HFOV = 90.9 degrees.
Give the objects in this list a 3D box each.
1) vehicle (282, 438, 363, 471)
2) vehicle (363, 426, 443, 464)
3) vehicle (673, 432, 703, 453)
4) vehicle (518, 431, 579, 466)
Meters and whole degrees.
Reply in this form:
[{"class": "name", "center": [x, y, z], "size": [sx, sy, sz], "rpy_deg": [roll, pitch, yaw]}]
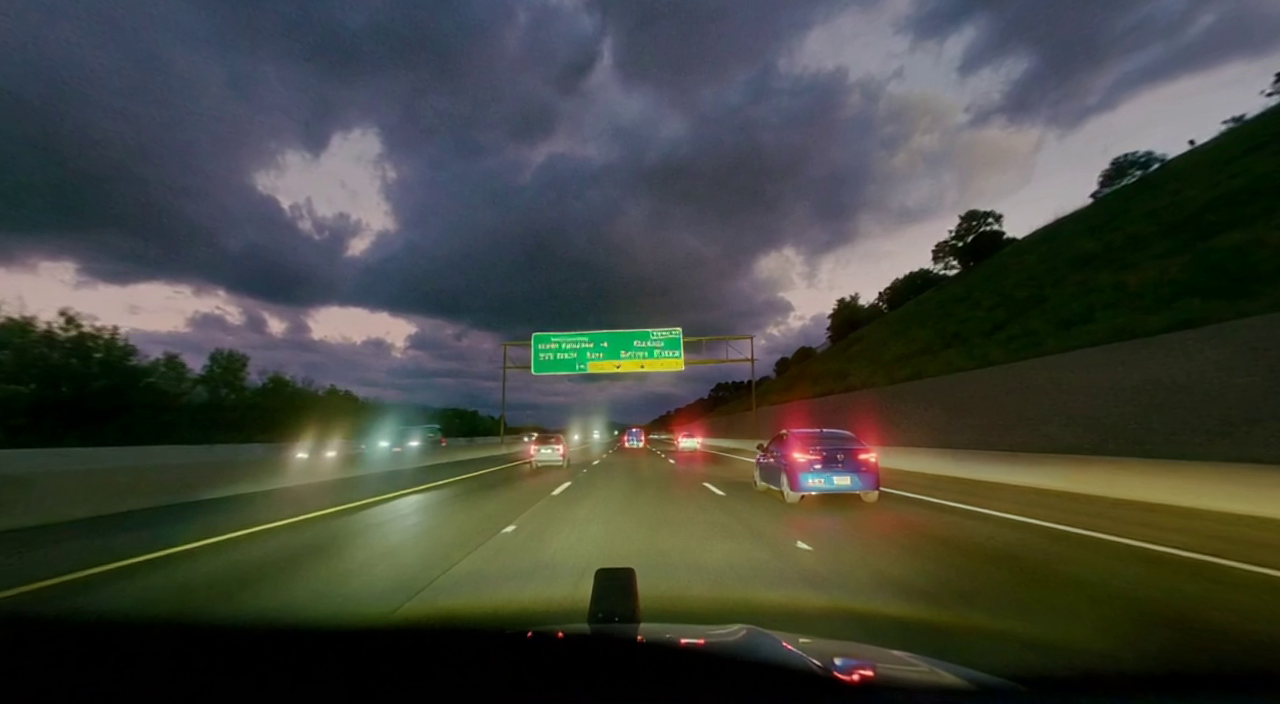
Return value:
[{"class": "vehicle", "center": [-14.840, 4.766, 29.728], "size": [1.842, 1.427, 3.837], "rpy_deg": [0, -8, -1]}, {"class": "vehicle", "center": [-11.664, 4.598, 31.392], "size": [2.084, 1.737, 4.812], "rpy_deg": [0, -8, 0]}, {"class": "vehicle", "center": [3.502, 6.663, 46.590], "size": [1.806, 1.469, 3.681], "rpy_deg": [0, -8, -2]}, {"class": "vehicle", "center": [-4.100, 4.397, 29.014], "size": [2.204, 1.486, 4.121], "rpy_deg": [0, -8, 0]}]
